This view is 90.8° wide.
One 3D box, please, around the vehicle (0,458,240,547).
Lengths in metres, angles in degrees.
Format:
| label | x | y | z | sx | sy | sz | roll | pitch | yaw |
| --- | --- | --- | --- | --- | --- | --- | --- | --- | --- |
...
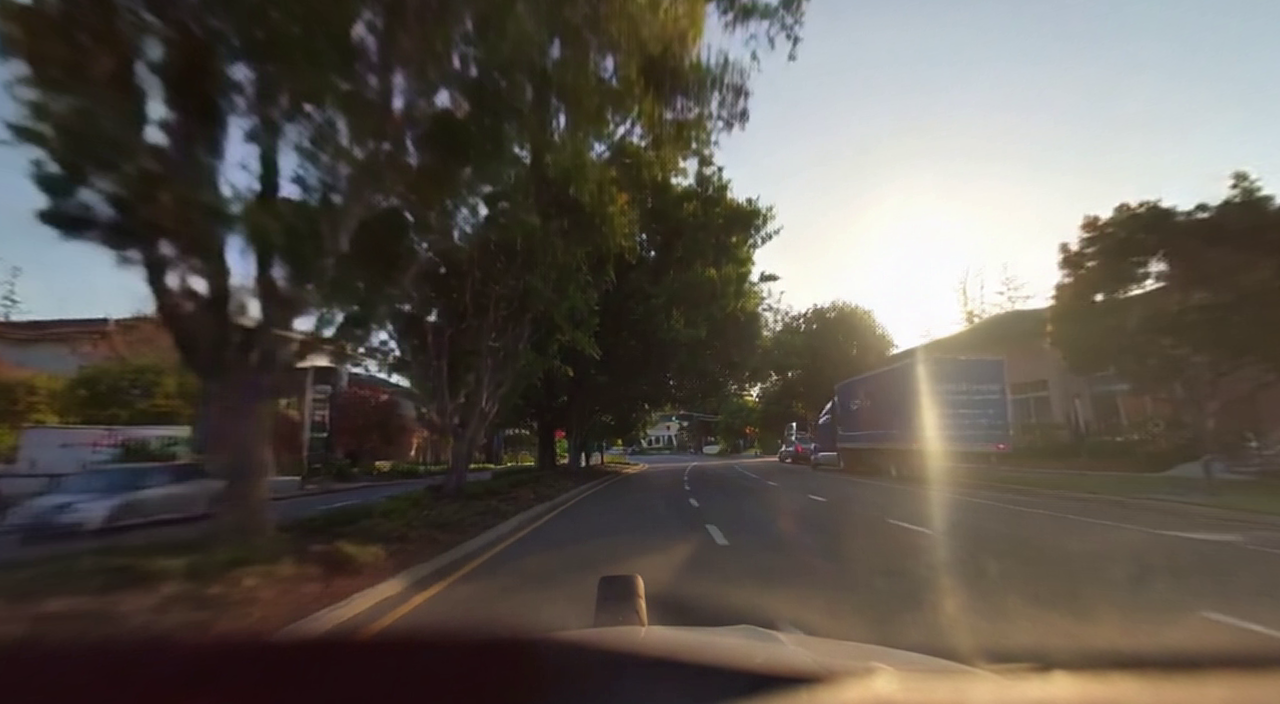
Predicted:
| label | x | y | z | sx | sy | sz | roll | pitch | yaw |
| --- | --- | --- | --- | --- | --- | --- | --- | --- | --- |
| vehicle | -11.047 | 3.078 | 13.614 | 1.907 | 1.505 | 4.354 | 0 | -9 | 1 |

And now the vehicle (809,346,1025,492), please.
| label | x | y | z | sx | sy | sz | roll | pitch | yaw |
| --- | --- | --- | --- | --- | --- | --- | --- | --- | --- |
| vehicle | 10.753 | 3.348 | 28.096 | 2.907 | 4.439 | 17.681 | 0 | -9 | 4 |
